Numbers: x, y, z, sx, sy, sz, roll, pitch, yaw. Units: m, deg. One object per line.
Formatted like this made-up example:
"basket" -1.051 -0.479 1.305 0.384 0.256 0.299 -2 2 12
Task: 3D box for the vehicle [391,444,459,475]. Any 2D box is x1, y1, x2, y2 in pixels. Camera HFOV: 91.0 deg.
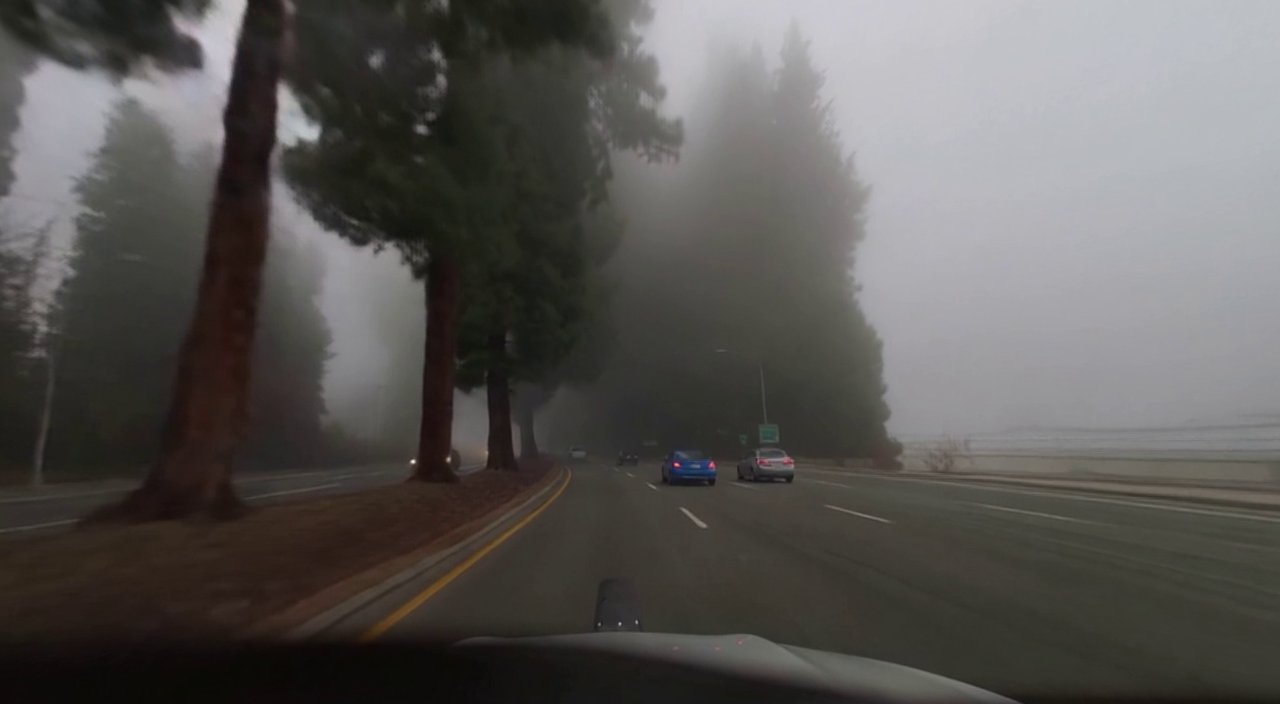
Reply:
"vehicle" -11.041 5.544 32.754 2.149 1.477 4.783 1 -9 -4

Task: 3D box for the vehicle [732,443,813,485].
"vehicle" 5.089 4.359 24.786 1.901 1.474 4.363 1 -9 -5

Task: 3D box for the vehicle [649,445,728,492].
"vehicle" 1.583 3.988 21.983 2.077 1.464 4.134 1 -9 -5
